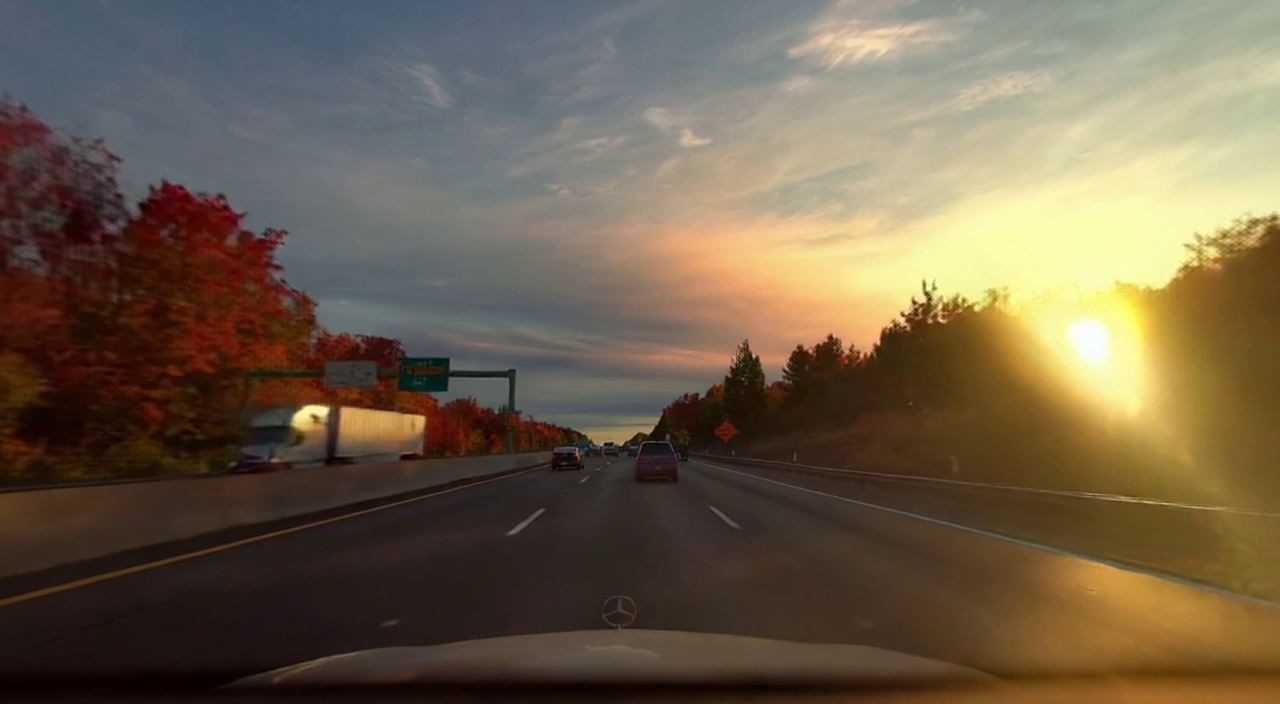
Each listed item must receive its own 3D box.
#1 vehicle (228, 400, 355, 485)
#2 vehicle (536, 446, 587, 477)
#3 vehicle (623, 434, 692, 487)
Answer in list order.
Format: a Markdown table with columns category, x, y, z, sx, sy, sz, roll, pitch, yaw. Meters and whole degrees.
| category | x | y | z | sx | sy | sz | roll | pitch | yaw |
| --- | --- | --- | --- | --- | --- | --- | --- | --- | --- |
| vehicle | -17.650 | 4.701 | 32.402 | 2.868 | 3.942 | 6.422 | 0 | -9 | -2 |
| vehicle | -3.838 | 5.435 | 31.202 | 2.037 | 1.418 | 3.793 | 0 | -9 | 0 |
| vehicle | 0.554 | 3.895 | 22.725 | 2.250 | 1.718 | 4.358 | 0 | -9 | -1 |
